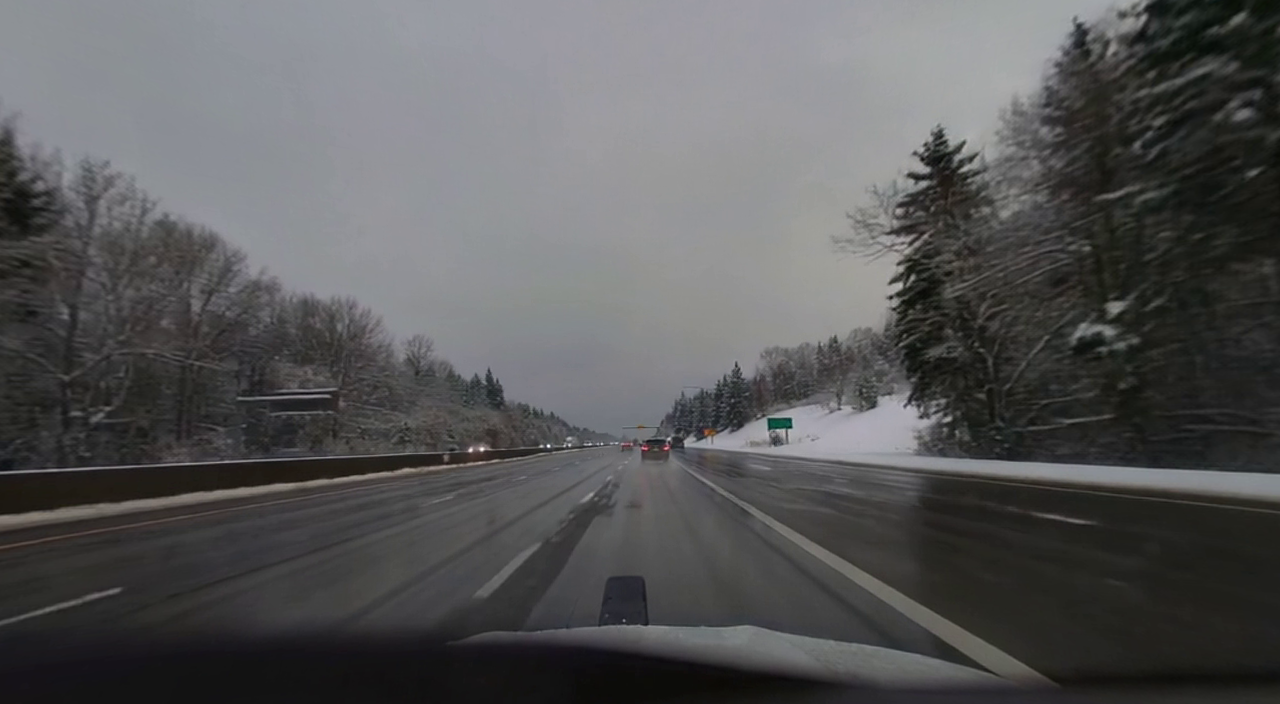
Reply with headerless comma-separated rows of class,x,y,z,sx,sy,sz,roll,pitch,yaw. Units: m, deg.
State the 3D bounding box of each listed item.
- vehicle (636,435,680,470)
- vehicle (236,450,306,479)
vehicle,0.928,5.483,34.477,2.260,1.766,4.348,0,-8,0
vehicle,-25.331,7.694,43.484,2.056,1.767,4.468,-2,-8,1
